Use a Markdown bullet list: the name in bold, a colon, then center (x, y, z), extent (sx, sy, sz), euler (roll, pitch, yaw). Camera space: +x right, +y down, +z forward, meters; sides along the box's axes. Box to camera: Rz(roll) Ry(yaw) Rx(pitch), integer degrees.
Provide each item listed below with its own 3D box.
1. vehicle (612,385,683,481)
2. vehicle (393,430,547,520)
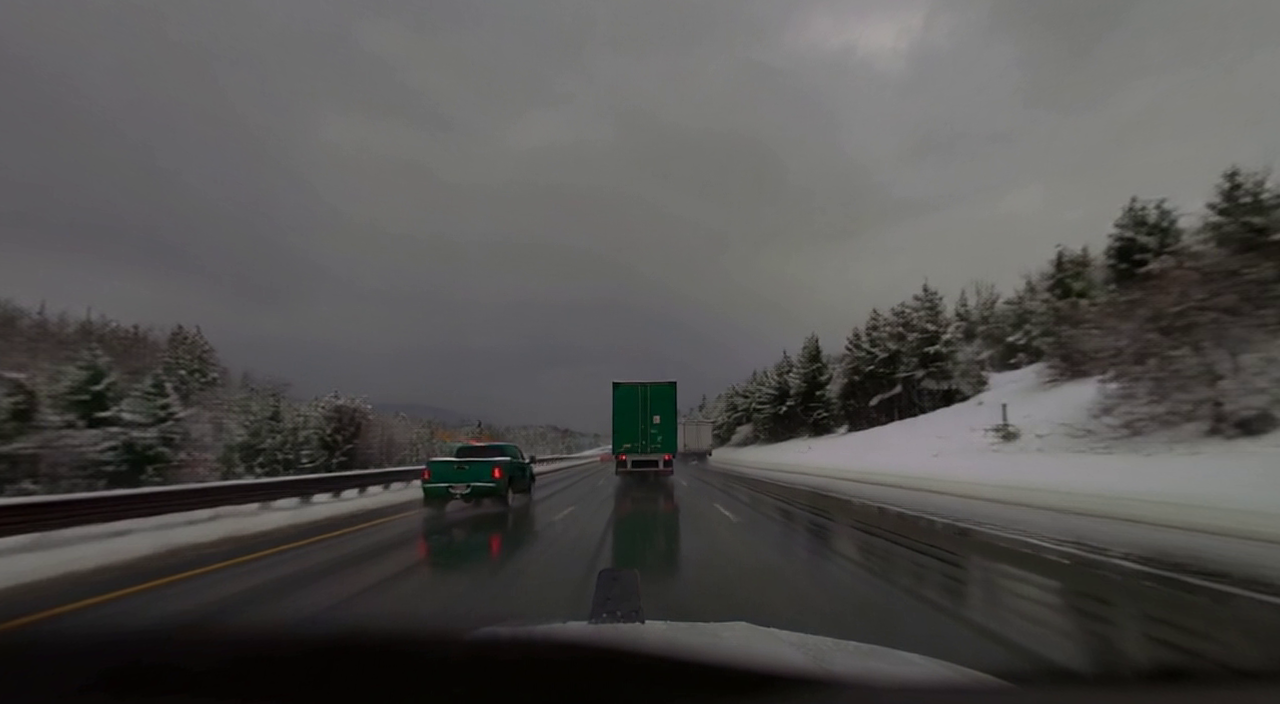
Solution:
- **vehicle**: center (0.329, 4.257, 32.126), extent (2.932, 4.042, 11.054), euler (0, -9, 0)
- **vehicle**: center (-3.530, 2.662, 14.129), extent (2.173, 1.657, 4.401), euler (0, -9, 1)
